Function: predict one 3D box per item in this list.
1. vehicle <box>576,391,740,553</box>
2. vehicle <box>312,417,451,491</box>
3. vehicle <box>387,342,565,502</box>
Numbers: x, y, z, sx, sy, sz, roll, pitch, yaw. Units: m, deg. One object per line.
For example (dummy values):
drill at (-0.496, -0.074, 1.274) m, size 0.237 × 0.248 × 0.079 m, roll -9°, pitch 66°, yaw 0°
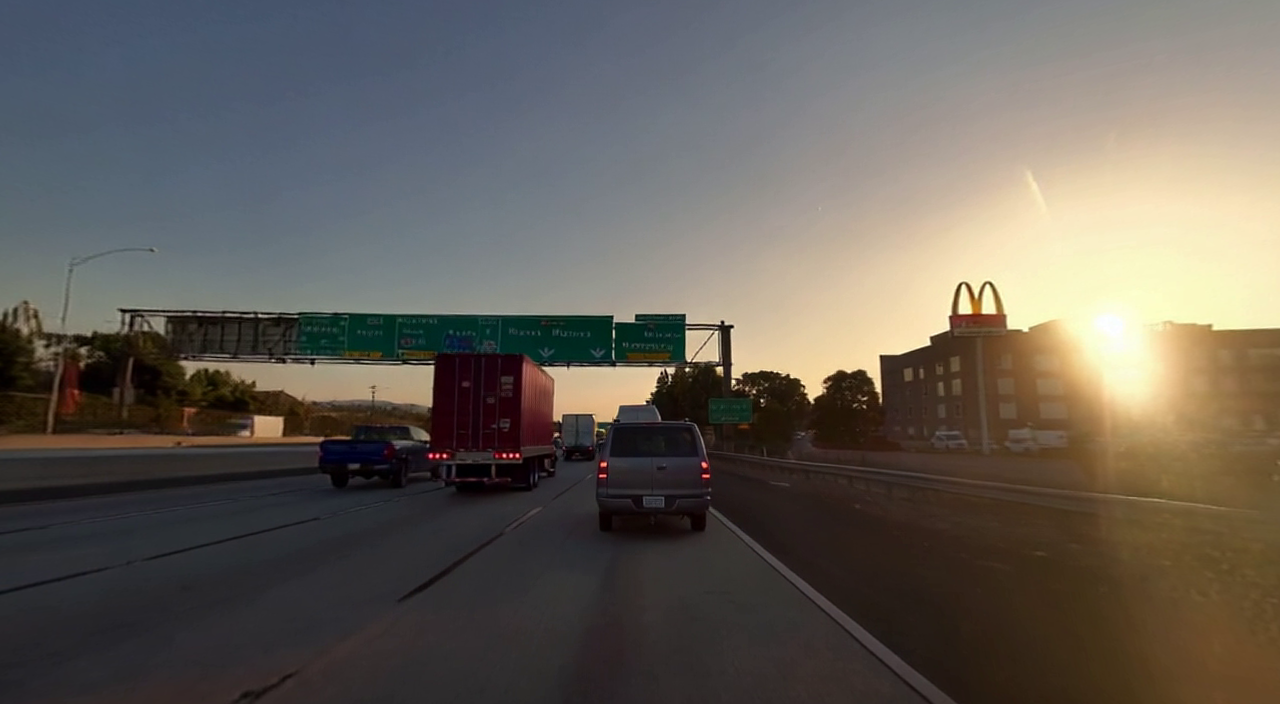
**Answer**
vehicle at (0.125, 1.727, 9.595) m, size 1.947 × 1.910 × 4.040 m, roll 0°, pitch -9°, yaw -3°
vehicle at (-8.049, 3.257, 20.401) m, size 2.218 × 2.047 × 5.586 m, roll 0°, pitch -9°, yaw -1°
vehicle at (-4.076, 2.160, 18.127) m, size 2.814 × 3.513 × 8.529 m, roll 0°, pitch -9°, yaw 0°
